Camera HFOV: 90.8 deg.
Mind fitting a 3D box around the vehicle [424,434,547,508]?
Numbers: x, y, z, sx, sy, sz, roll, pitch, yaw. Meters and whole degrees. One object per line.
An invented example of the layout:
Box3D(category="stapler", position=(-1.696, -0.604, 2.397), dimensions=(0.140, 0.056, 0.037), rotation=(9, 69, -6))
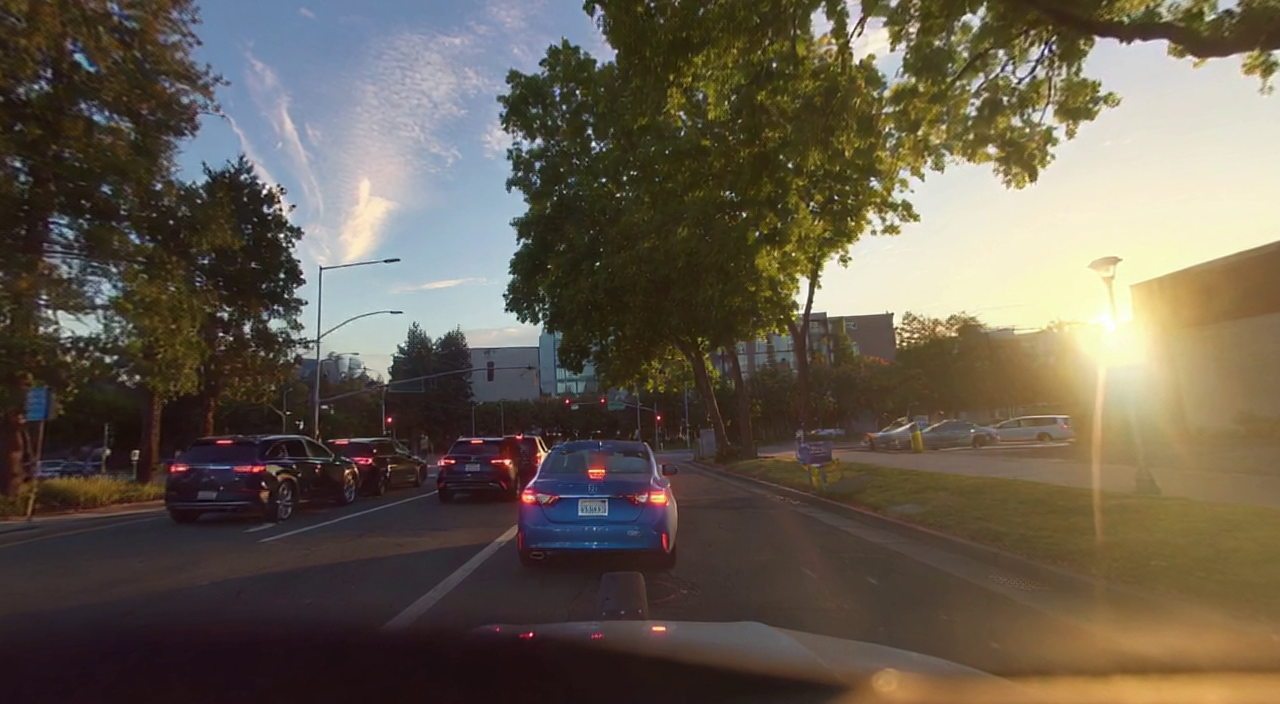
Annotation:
Box3D(category="vehicle", position=(-3.613, 2.861, 15.611), dimensions=(1.969, 1.570, 4.019), rotation=(0, -9, 1))

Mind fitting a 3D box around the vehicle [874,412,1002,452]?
Box3D(category="vehicle", position=(13.949, 3.797, 29.791), dimensions=(4.975, 1.809, 1.956), rotation=(0, -9, 2))

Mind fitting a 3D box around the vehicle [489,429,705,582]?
Box3D(category="vehicle", position=(-0.412, 1.803, 8.207), dimensions=(2.104, 1.472, 3.946), rotation=(0, -9, 0))

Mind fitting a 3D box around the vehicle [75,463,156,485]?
Box3D(category="vehicle", position=(-36.349, 8.439, 43.864), dimensions=(3.918, 1.423, 1.861), rotation=(0, -9, 0))

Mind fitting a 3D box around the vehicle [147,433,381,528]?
Box3D(category="vehicle", position=(-7.271, 2.506, 12.912), dimensions=(2.096, 1.593, 4.288), rotation=(0, -9, 1))

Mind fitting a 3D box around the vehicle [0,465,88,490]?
Box3D(category="vehicle", position=(-36.616, 7.630, 38.539), dimensions=(4.093, 1.440, 1.804), rotation=(0, -9, 0))

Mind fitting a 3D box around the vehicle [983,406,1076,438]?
Box3D(category="vehicle", position=(27.747, 5.035, 45.166), dimensions=(5.333, 1.880, 2.130), rotation=(-8, -9, 30))
